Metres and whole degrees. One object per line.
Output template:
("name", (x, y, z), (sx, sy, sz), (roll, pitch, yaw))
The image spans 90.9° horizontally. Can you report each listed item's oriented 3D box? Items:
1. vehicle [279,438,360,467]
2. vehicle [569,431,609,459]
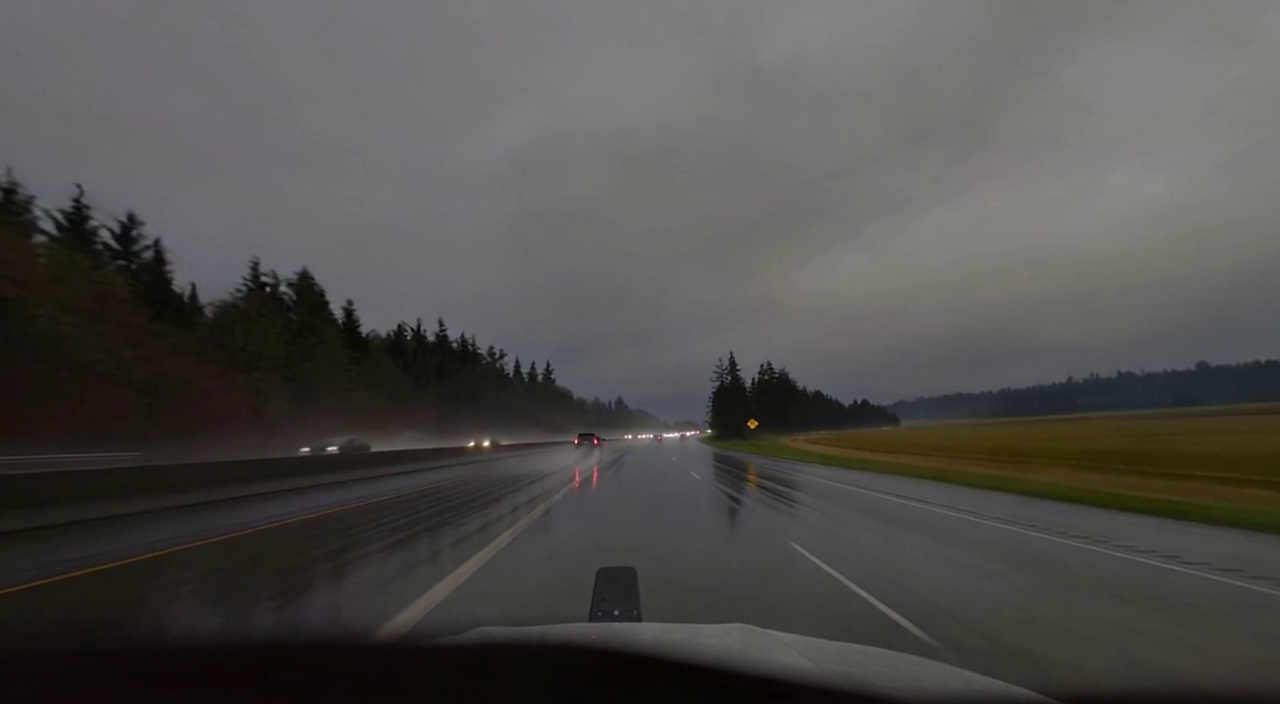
("vehicle", (-17.498, 5.490, 34.744), (1.987, 1.494, 4.765), (0, -8, -1))
("vehicle", (-3.079, 5.708, 38.797), (2.084, 1.654, 4.080), (0, -8, 0))
